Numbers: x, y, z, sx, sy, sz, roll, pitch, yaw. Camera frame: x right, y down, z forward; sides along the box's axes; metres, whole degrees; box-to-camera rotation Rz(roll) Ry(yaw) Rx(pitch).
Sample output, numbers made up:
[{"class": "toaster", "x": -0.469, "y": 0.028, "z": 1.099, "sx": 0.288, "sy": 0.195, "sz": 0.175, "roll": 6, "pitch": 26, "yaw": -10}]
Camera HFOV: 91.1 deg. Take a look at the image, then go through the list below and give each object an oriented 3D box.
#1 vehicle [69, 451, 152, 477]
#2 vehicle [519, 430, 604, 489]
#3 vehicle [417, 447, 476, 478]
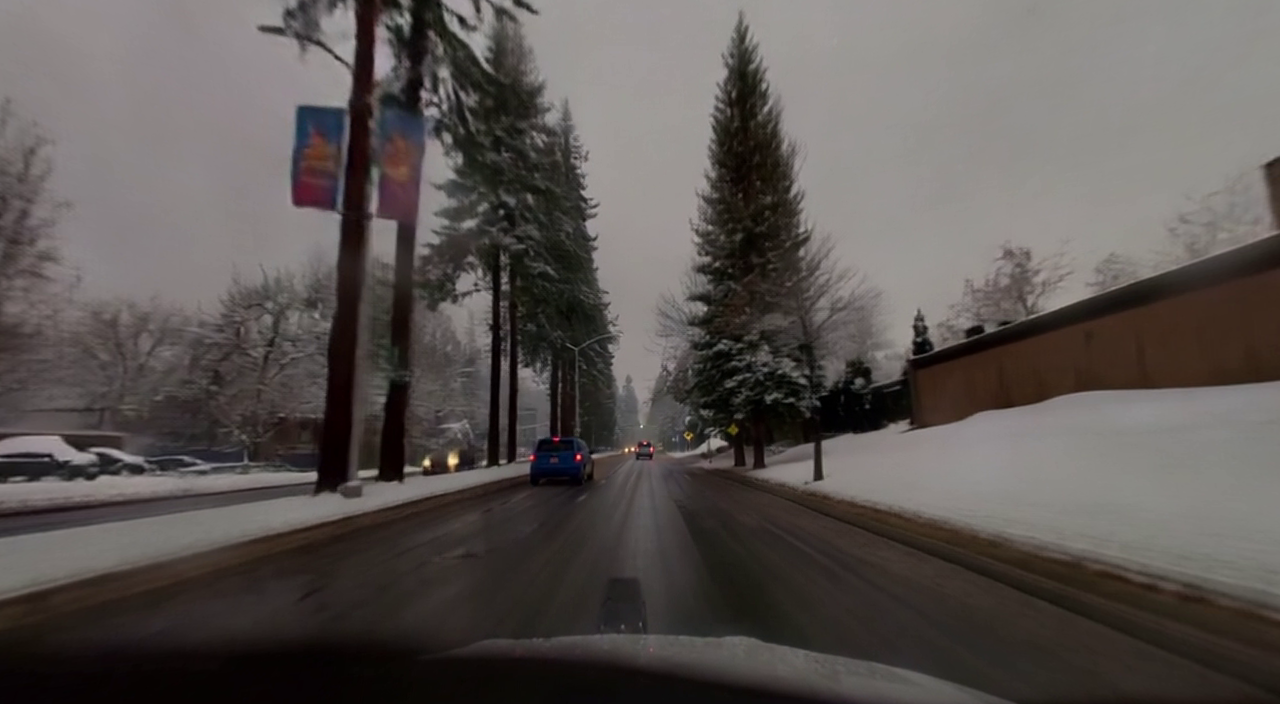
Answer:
[{"class": "vehicle", "x": -34.651, "y": 7.308, "z": 41.233, "sx": 1.926, "sy": 1.637, "sz": 3.948, "roll": 0, "pitch": -9, "yaw": -1}, {"class": "vehicle", "x": -2.608, "y": 3.757, "z": 22.216, "sx": 2.281, "sy": 1.837, "sz": 4.845, "roll": 0, "pitch": -9, "yaw": 2}, {"class": "vehicle", "x": -10.646, "y": 6.101, "z": 34.893, "sx": 1.876, "sy": 1.590, "sz": 4.060, "roll": -1, "pitch": -9, "yaw": 2}]
